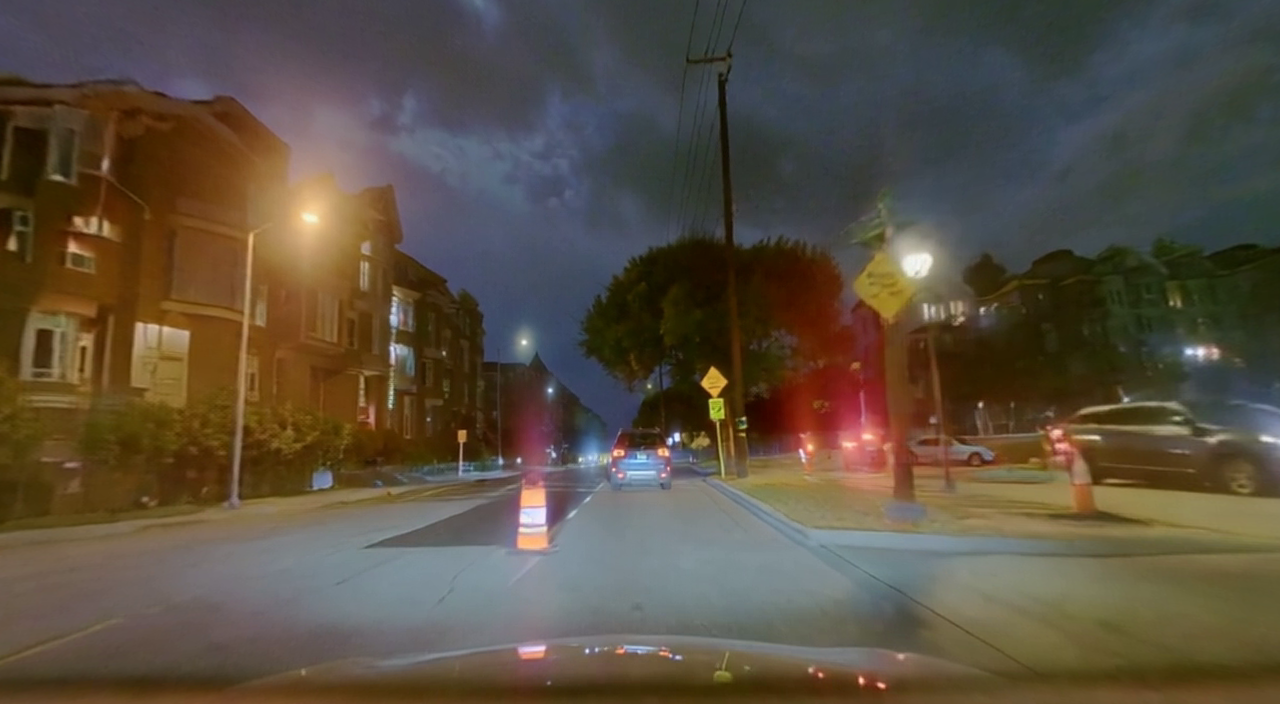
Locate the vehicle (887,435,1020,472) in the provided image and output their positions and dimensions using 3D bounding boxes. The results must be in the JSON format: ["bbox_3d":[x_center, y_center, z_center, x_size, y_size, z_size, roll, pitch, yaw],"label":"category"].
[{"bbox_3d":[13.070,4.267,26.627,4.567,1.448,1.890,-1,-9,7],"label":"vehicle"}]

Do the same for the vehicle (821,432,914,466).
[{"bbox_3d":[11.325,4.837,31.557,3.835,1.584,1.893,1,-9,-8],"label":"vehicle"}]

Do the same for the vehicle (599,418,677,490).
[{"bbox_3d":[-0.107,3.274,20.418,2.169,2.015,5.206,0,-9,-1],"label":"vehicle"}]

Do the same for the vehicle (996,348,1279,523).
[{"bbox_3d":[9.601,1.624,11.301,2.253,2.306,6.753,0,-10,-2],"label":"vehicle"}]
